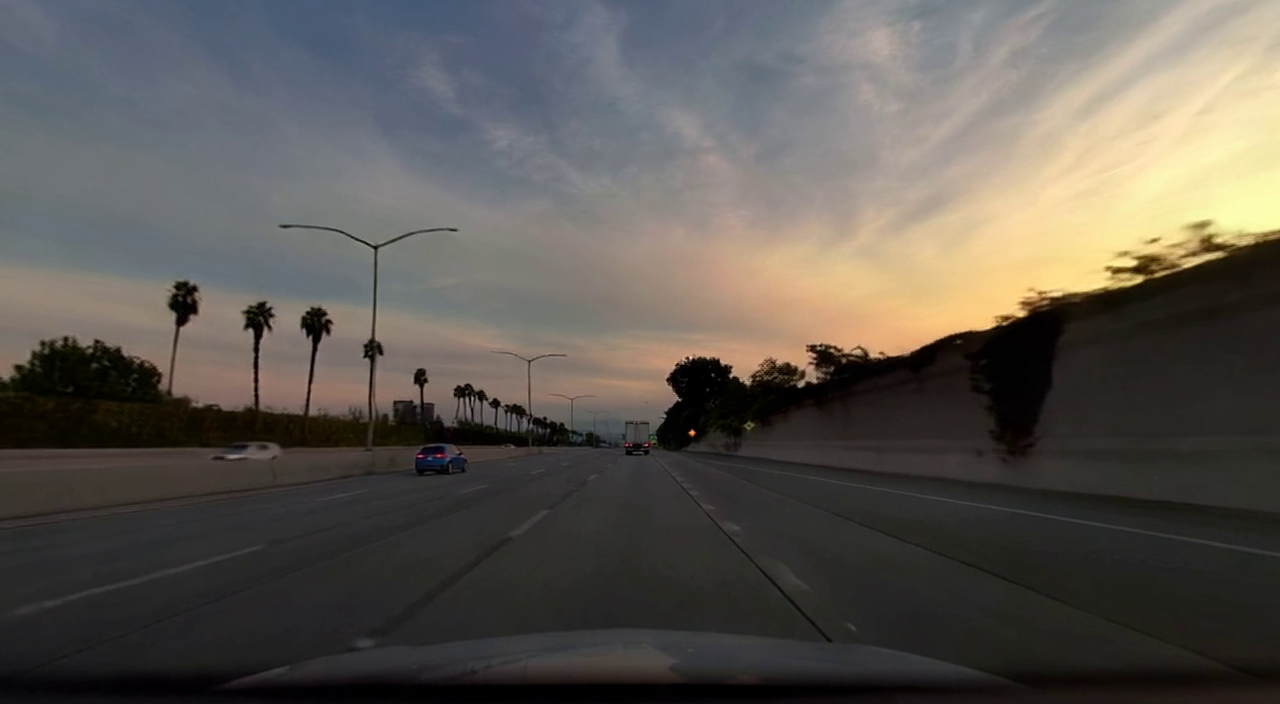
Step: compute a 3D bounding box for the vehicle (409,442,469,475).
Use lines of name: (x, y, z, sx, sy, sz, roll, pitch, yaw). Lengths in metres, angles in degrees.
vehicle: (-10.750, 5.716, 34.084, 1.897, 1.653, 4.113, 0, -9, 0)
